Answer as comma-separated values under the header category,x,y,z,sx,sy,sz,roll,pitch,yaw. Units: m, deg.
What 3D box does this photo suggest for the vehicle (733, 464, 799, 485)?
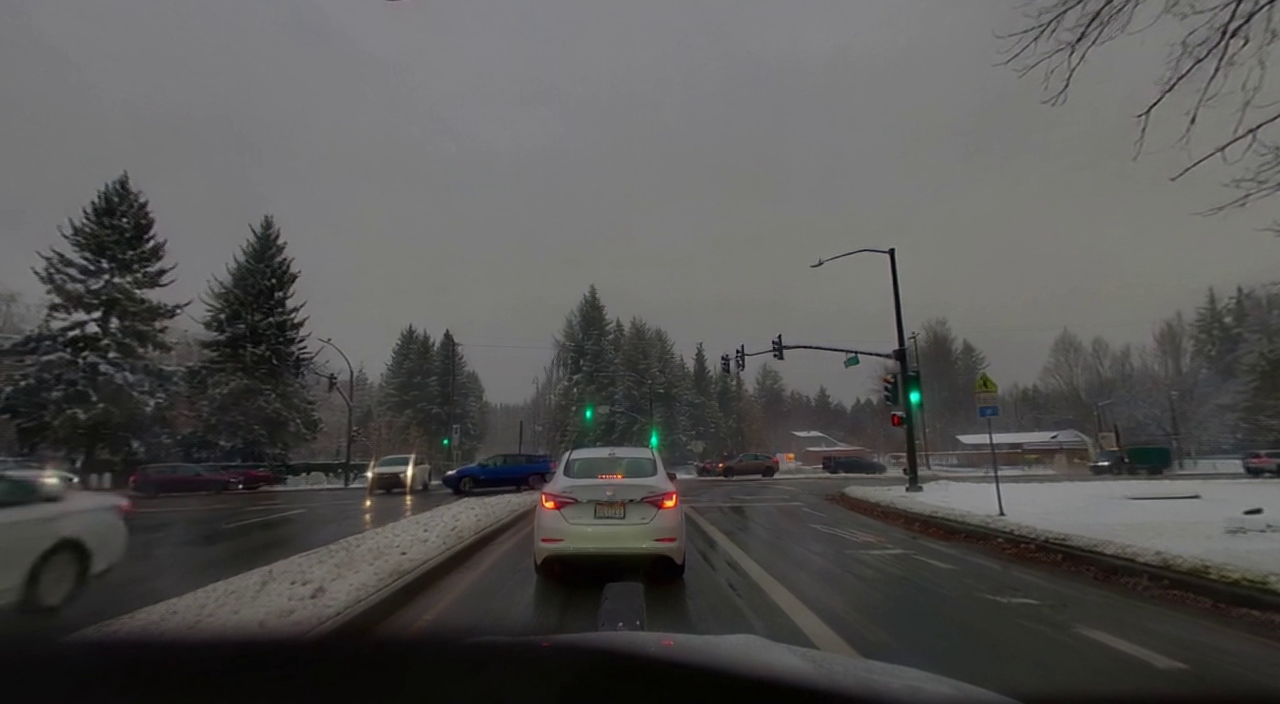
category,x,y,z,sx,sy,sz,roll,pitch,yaw
vehicle,9.076,8.805,45.528,4.254,1.359,1.895,2,-9,-16

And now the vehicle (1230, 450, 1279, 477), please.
category,x,y,z,sx,sy,sz,roll,pitch,yaw
vehicle,37.730,6.596,37.427,4.601,1.485,1.929,3,-9,-18

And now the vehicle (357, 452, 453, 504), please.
category,x,y,z,sx,sy,sz,roll,pitch,yaw
vehicle,-7.880,4.225,21.700,2.078,1.534,4.646,1,-9,-8

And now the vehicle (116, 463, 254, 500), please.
category,x,y,z,sx,sy,sz,roll,pitch,yaw
vehicle,-20.111,5.730,28.166,4.548,1.449,1.802,2,-9,-13

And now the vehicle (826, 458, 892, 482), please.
category,x,y,z,sx,sy,sz,roll,pitch,yaw
vehicle,16.503,8.877,47.546,4.337,1.637,1.860,2,-9,-16

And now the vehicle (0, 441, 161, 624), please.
category,x,y,z,sx,sy,sz,roll,pitch,yaw
vehicle,-6.154,1.376,4.568,2.073,1.459,4.495,0,-9,-4

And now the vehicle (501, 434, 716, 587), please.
category,x,y,z,sx,sy,sz,roll,pitch,yaw
vehicle,-0.345,1.884,8.424,2.112,1.479,4.264,0,-9,-1
